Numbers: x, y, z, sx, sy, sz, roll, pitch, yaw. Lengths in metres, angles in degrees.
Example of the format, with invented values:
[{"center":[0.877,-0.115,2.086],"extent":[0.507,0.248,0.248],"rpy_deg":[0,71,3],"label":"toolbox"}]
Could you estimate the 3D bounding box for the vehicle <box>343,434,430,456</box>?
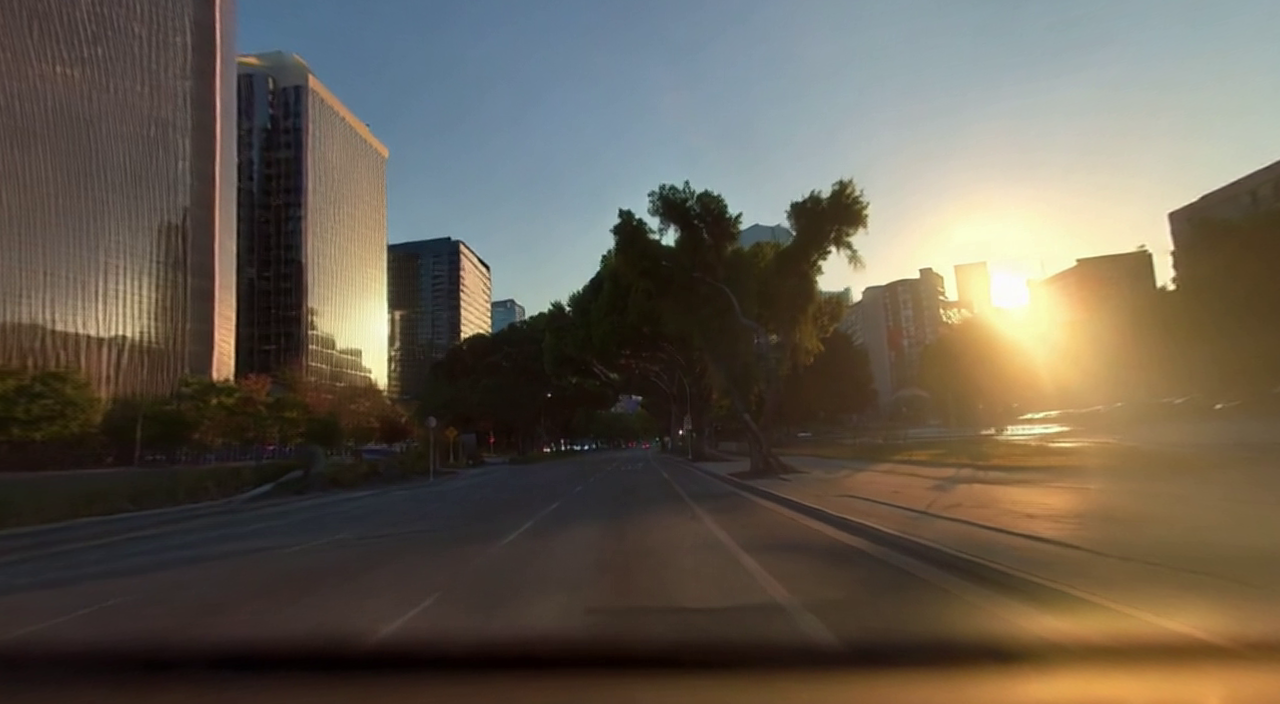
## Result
[{"center":[-19.728,7.281,49.264],"extent":[5.962,1.458,1.711],"rpy_deg":[1,-10,3],"label":"vehicle"}]
